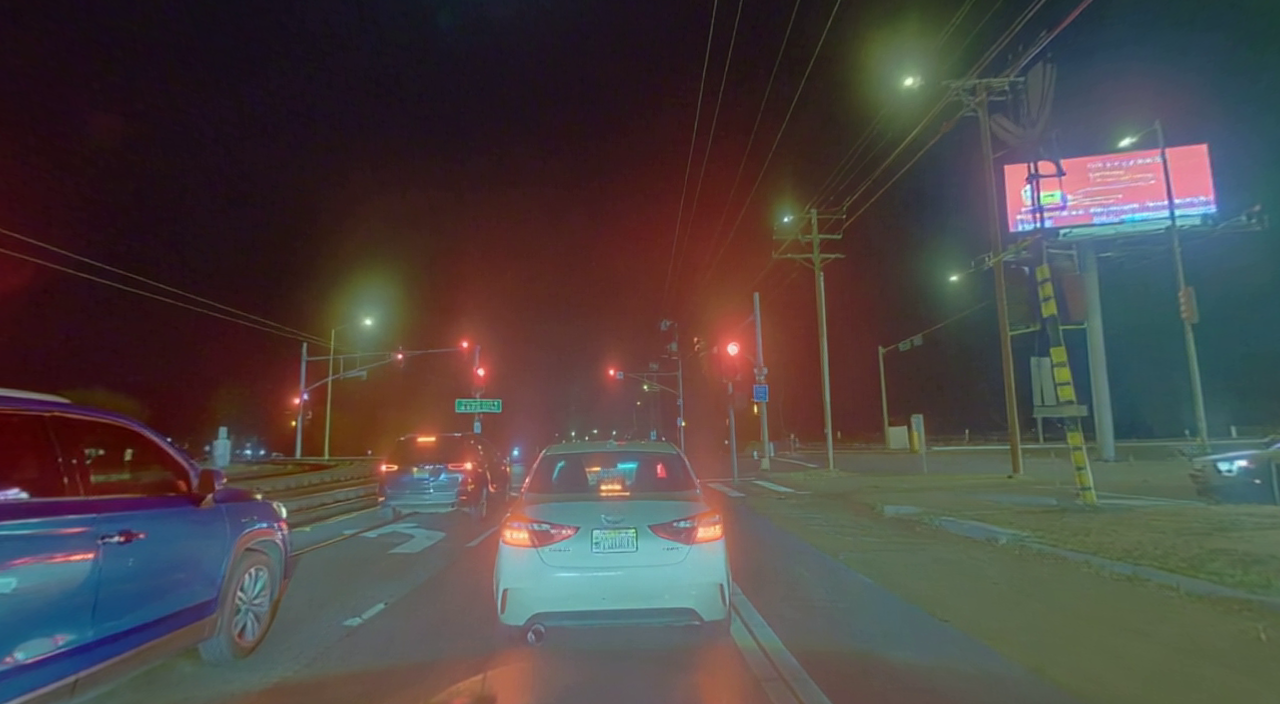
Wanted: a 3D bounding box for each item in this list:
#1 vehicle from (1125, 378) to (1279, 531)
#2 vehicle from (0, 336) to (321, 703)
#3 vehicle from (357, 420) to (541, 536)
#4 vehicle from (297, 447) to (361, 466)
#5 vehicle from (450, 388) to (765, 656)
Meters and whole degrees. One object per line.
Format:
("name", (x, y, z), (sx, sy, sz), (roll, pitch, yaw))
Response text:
("vehicle", (9.612, 1.314, 8.189), (5.060, 1.702, 2.033), (1, -9, -4))
("vehicle", (-3.924, 0.880, 3.086), (2.052, 1.814, 5.184), (0, -9, -1))
("vehicle", (-3.148, 2.182, 11.502), (1.988, 1.678, 4.317), (0, -9, 0))
("vehicle", (-24.177, 8.089, 49.078), (4.357, 1.444, 1.842), (-3, -9, 19))
("vehicle", (-0.207, 1.373, 5.983), (2.025, 1.723, 3.644), (0, -9, 0))
